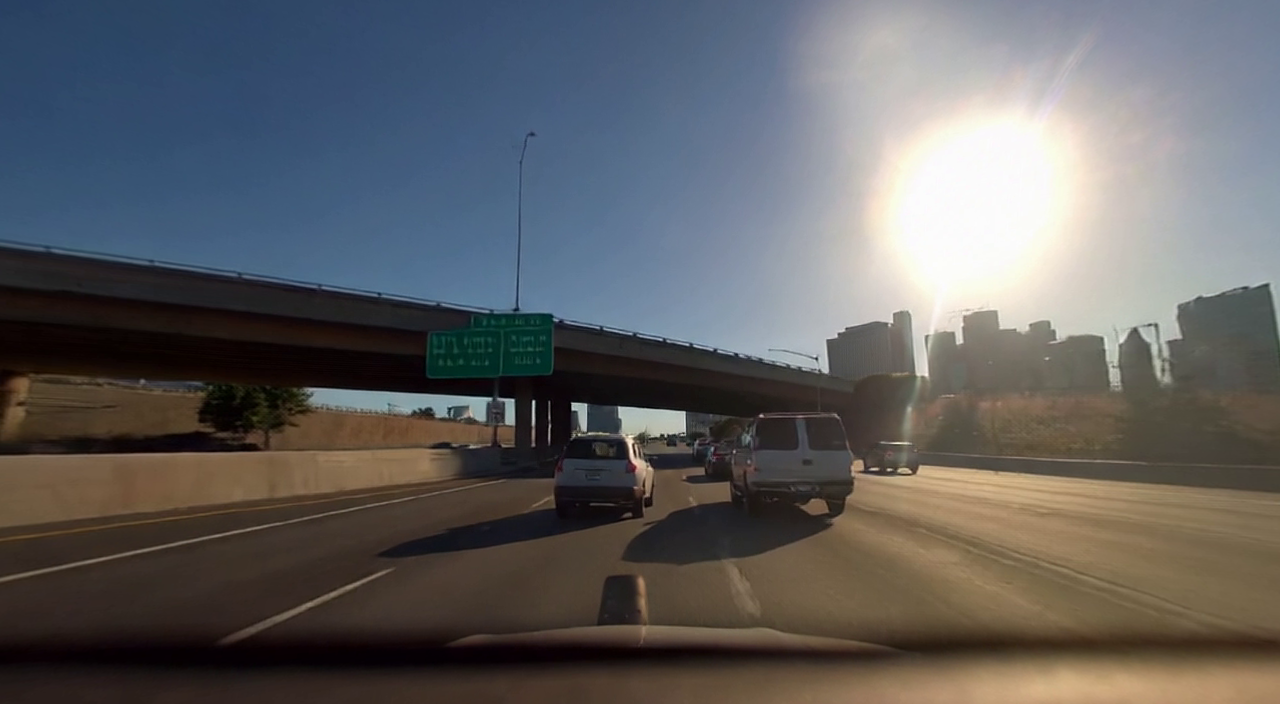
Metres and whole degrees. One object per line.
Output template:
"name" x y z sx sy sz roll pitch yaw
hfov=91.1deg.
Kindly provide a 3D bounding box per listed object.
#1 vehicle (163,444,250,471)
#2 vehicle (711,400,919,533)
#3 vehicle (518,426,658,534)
"vehicle" -26.555 6.451 38.673 1.918 1.541 4.690 0 -8 2
"vehicle" 3.073 2.207 12.834 2.732 2.065 5.826 0 -8 2
"vehicle" -0.748 2.283 11.865 2.099 1.640 4.134 0 -8 3
